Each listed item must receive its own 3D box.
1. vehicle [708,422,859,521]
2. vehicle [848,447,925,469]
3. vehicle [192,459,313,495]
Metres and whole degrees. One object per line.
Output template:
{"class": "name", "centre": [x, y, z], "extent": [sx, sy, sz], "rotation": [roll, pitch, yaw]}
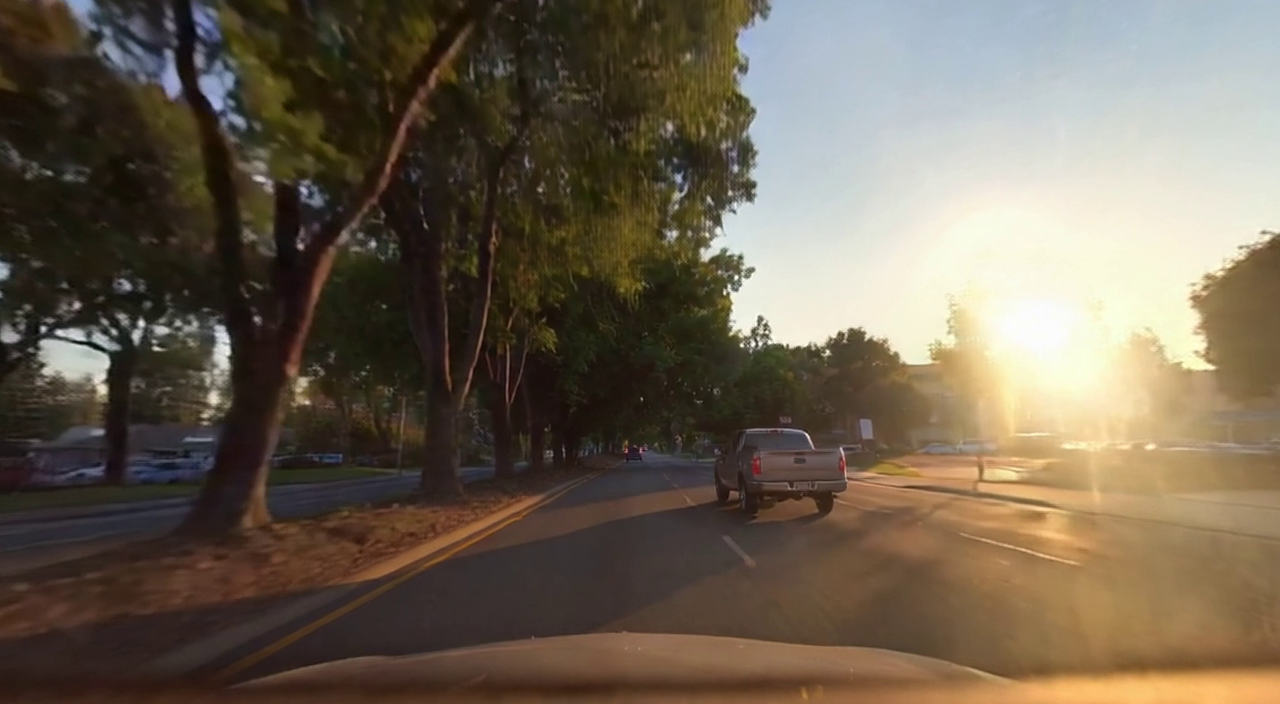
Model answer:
{"class": "vehicle", "centre": [2.970, 2.633, 14.514], "extent": [2.138, 1.836, 5.245], "rotation": [0, -9, -1]}
{"class": "vehicle", "centre": [16.826, 7.215, 43.112], "extent": [4.721, 1.462, 2.028], "rotation": [-4, -10, 25]}
{"class": "vehicle", "centre": [-20.865, 6.742, 34.161], "extent": [5.074, 1.804, 2.283], "rotation": [-1, -9, 6]}
